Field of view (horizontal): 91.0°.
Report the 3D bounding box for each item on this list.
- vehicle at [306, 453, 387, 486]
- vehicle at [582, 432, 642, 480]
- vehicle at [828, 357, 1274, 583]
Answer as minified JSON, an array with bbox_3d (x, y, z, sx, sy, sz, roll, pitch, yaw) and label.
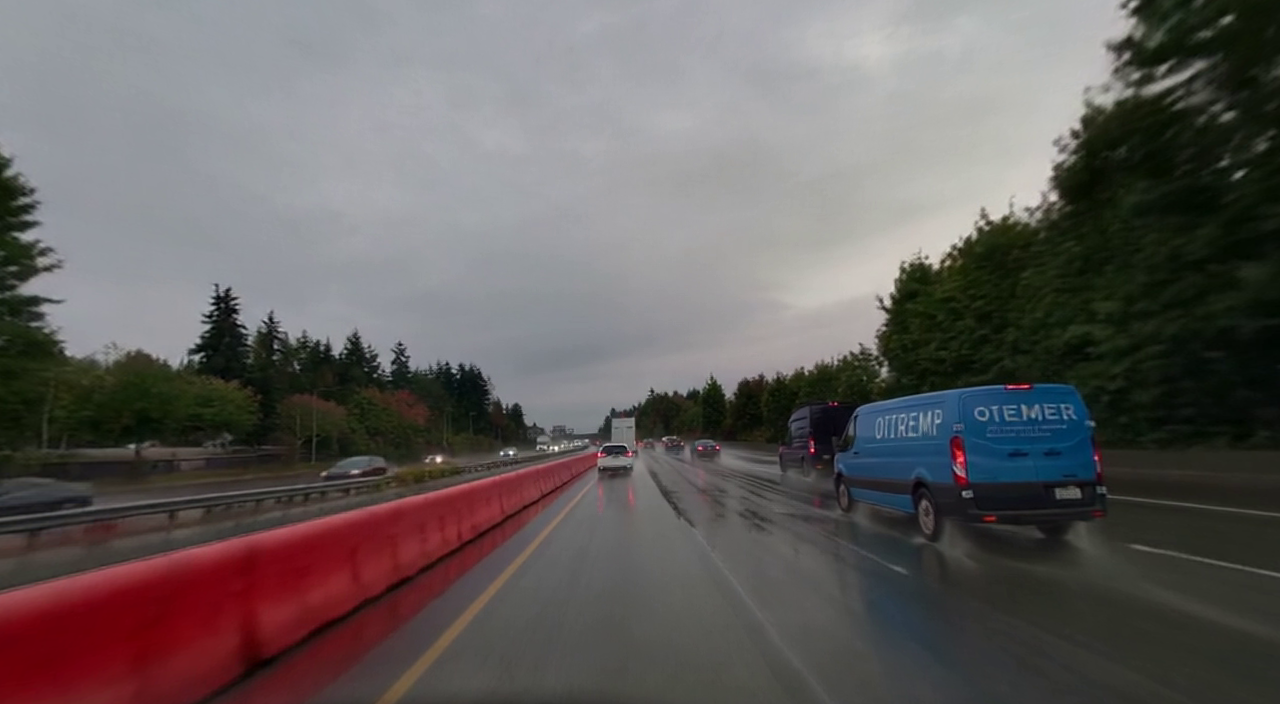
[{"bbox_3d":[-15.658,6.272,33.889,1.990,1.502,4.966,0,-8,0],"label":"vehicle"},{"bbox_3d":[-1.039,3.906,23.931,2.100,1.636,3.620,0,-8,-2],"label":"vehicle"},{"bbox_3d":[4.484,1.408,8.290,2.223,2.008,5.121,0,-8,-3],"label":"vehicle"}]
